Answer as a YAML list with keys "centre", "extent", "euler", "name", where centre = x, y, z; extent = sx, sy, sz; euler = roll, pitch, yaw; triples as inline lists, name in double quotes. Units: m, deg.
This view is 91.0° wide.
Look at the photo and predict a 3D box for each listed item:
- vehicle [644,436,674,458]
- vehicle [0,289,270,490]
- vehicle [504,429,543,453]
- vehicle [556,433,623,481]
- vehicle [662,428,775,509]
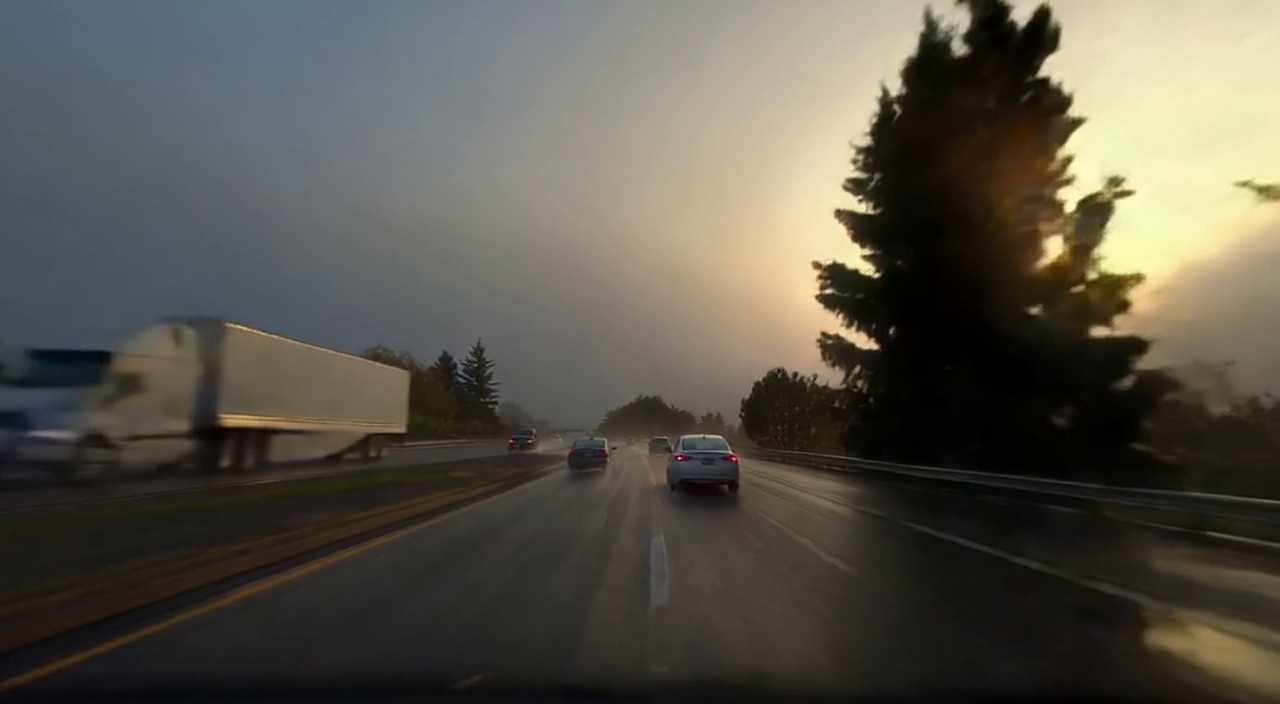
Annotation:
- centre: [1.395, 7.217, 47.734]
  extent: [2.146, 1.546, 3.796]
  euler: [-1, -8, 0]
  name: "vehicle"
- centre: [-12.814, 1.173, 15.776]
  extent: [2.979, 4.027, 6.468]
  euler: [-1, -8, 0]
  name: "vehicle"
- centre: [-8.694, 6.701, 47.269]
  extent: [2.109, 1.706, 4.082]
  euler: [-1, -8, 0]
  name: "vehicle"
- centre: [-1.759, 3.826, 23.304]
  extent: [2.178, 1.559, 4.254]
  euler: [-1, -8, -1]
  name: "vehicle"
- centre: [1.628, 2.655, 14.947]
  extent: [2.055, 1.566, 5.046]
  euler: [-1, -8, 0]
  name: "vehicle"
